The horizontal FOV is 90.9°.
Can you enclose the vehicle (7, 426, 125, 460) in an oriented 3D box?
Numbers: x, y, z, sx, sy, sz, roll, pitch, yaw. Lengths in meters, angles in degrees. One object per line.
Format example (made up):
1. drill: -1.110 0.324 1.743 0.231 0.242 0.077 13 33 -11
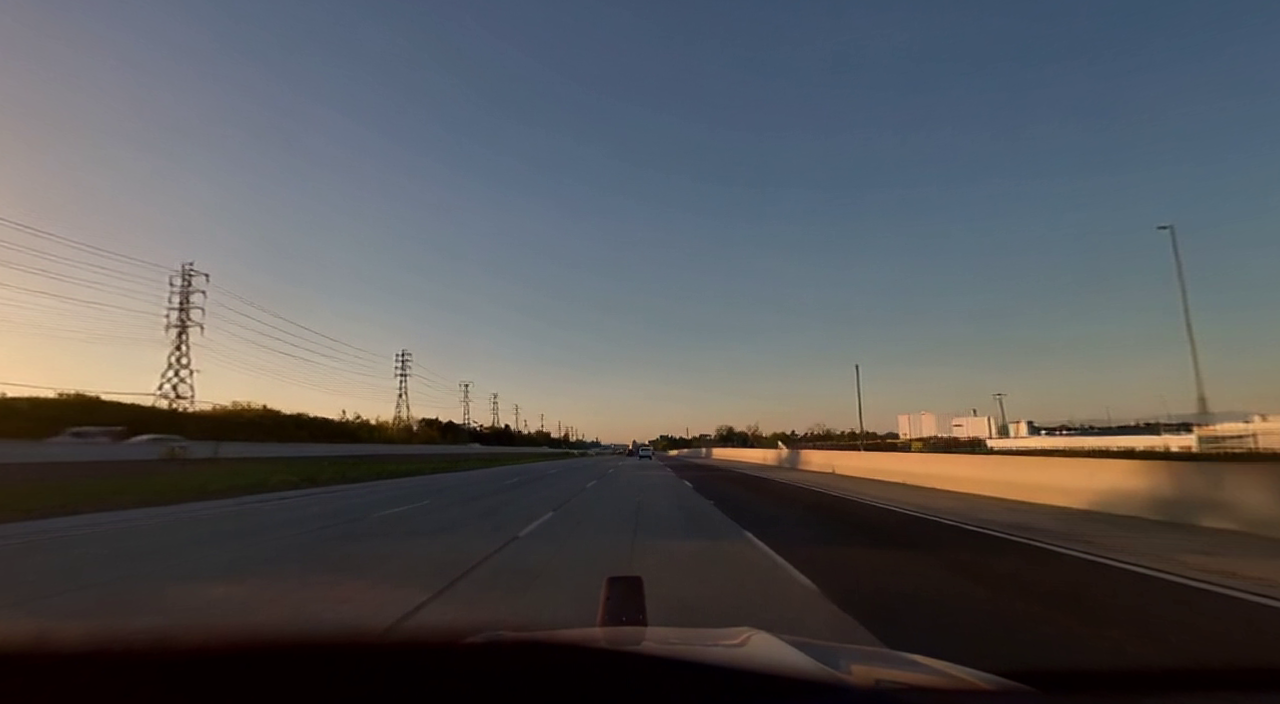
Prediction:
1. vehicle: -34.174 5.533 37.822 2.040 1.871 5.216 -1 -10 1
